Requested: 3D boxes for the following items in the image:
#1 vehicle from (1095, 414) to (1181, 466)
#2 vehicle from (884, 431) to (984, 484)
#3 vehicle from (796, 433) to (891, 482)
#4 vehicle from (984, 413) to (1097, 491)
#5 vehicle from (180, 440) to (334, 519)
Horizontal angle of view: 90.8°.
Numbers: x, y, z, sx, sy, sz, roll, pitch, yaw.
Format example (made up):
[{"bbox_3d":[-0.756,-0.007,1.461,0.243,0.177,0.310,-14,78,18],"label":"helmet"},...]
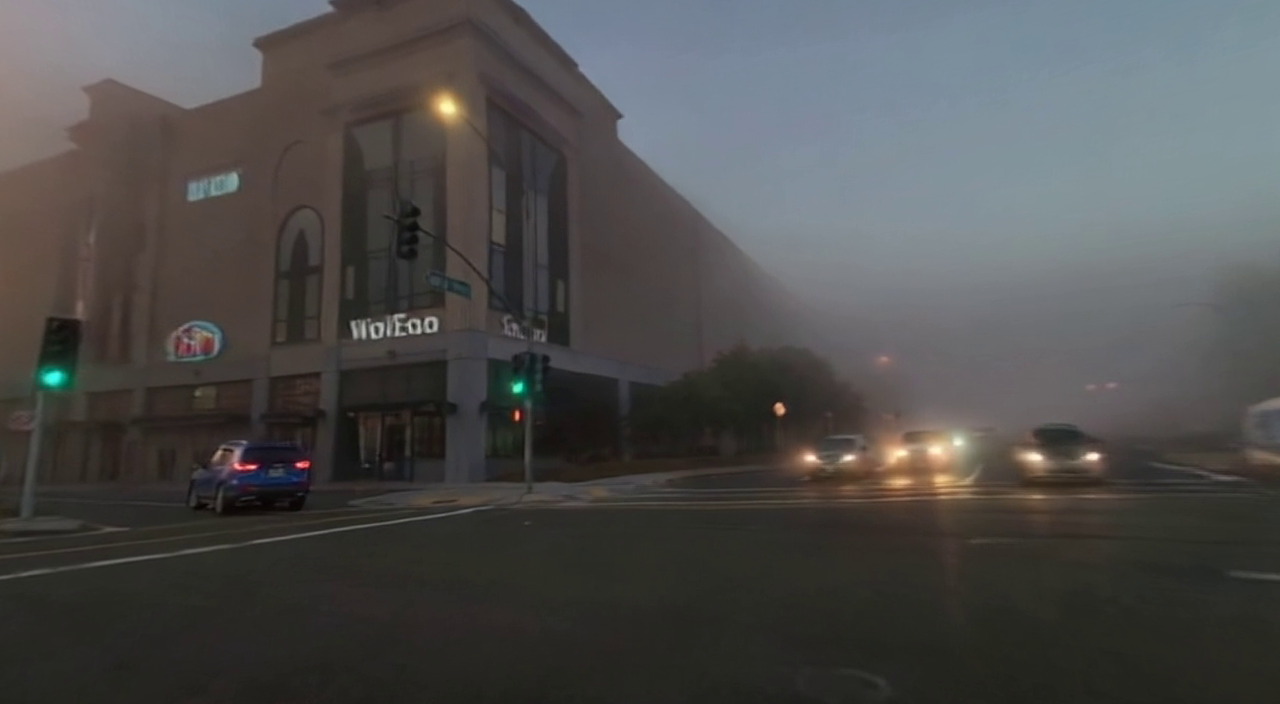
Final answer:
[{"bbox_3d":[22.989,4.088,29.430,2.453,2.122,5.431,-5,-9,32],"label":"vehicle"},{"bbox_3d":[9.832,3.453,20.936,2.163,1.529,4.210,-6,-10,35],"label":"vehicle"},{"bbox_3d":[7.602,3.846,23.350,2.005,1.596,4.342,-6,-10,36],"label":"vehicle"},{"bbox_3d":[11.013,2.684,17.194,2.162,1.788,4.602,-6,-10,35],"label":"vehicle"},{"bbox_3d":[-10.158,3.231,16.616,4.445,1.762,2.238,-8,-12,43],"label":"vehicle"}]
